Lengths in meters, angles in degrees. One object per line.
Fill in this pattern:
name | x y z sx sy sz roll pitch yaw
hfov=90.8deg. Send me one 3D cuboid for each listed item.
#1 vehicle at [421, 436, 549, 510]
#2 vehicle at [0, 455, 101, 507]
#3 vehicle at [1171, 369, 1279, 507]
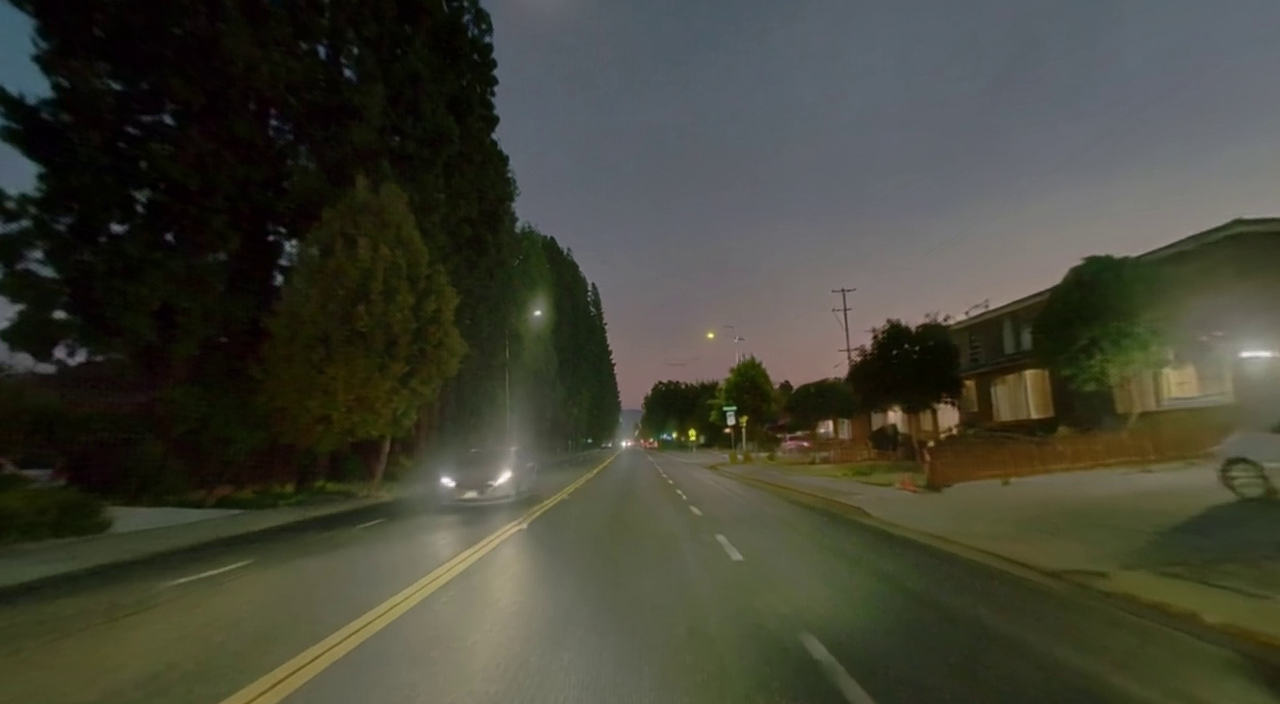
vehicle | -3.869 3.106 16.675 2.208 1.663 4.326 0 -8 1
vehicle | -19.401 3.841 19.003 4.459 1.432 1.979 0 -9 -2
vehicle | 10.775 1.134 8.465 2.305 2.042 5.711 0 -8 0
